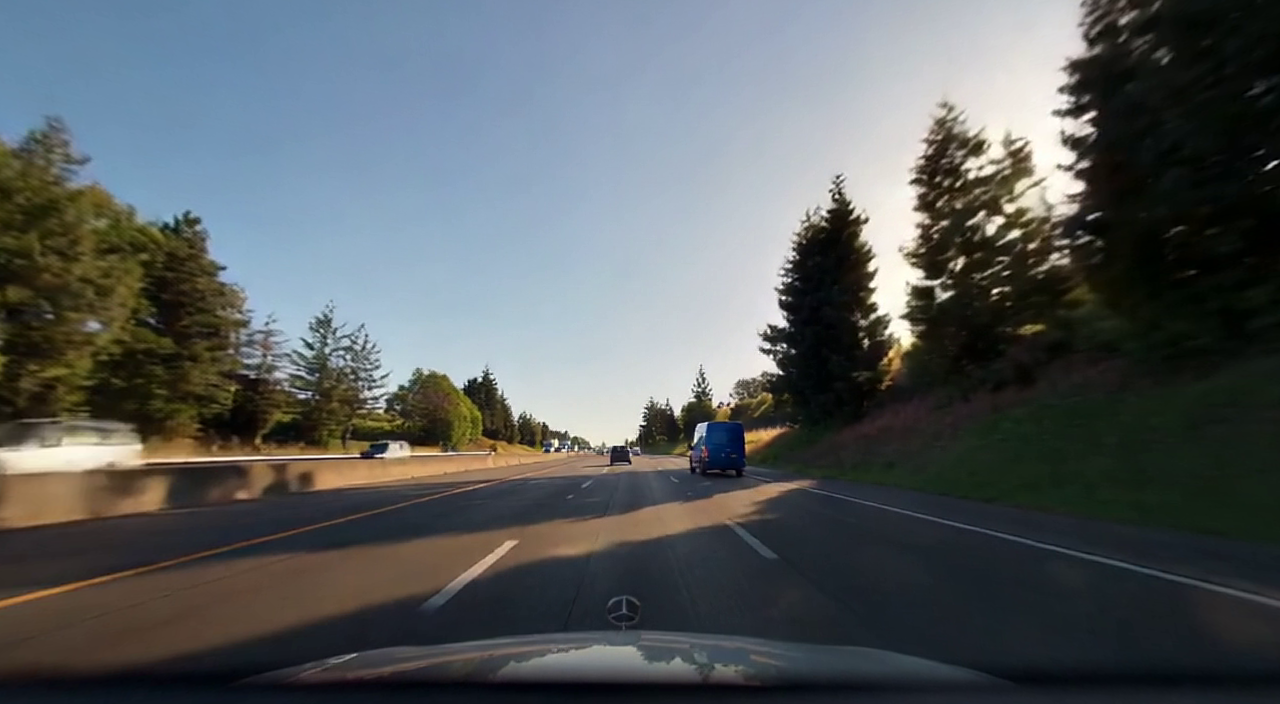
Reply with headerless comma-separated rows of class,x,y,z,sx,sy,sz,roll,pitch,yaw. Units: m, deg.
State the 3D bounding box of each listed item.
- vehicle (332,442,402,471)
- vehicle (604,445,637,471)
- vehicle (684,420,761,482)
vehicle,-15.060,5.795,35.103,1.877,1.480,4.576,0,-9,0
vehicle,-1.261,7.152,42.778,2.069,1.666,4.338,0,-9,1
vehicle,3.628,4.584,29.342,2.552,2.524,6.630,0,-9,-1
